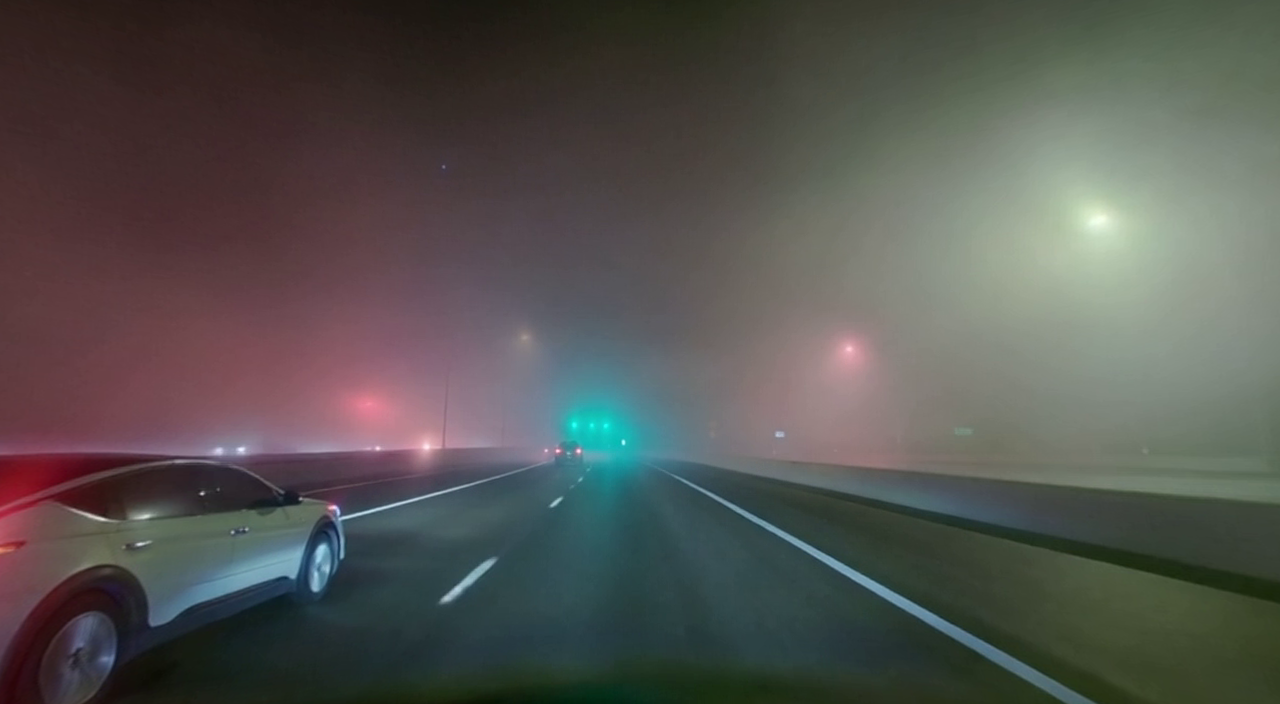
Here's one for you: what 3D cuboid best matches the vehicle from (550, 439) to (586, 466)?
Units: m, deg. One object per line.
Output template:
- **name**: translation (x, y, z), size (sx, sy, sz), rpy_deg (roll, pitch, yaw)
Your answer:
- **vehicle**: translation (-4.607, 6.471, 40.998), size (1.971, 1.643, 4.009), rpy_deg (0, -8, -2)
